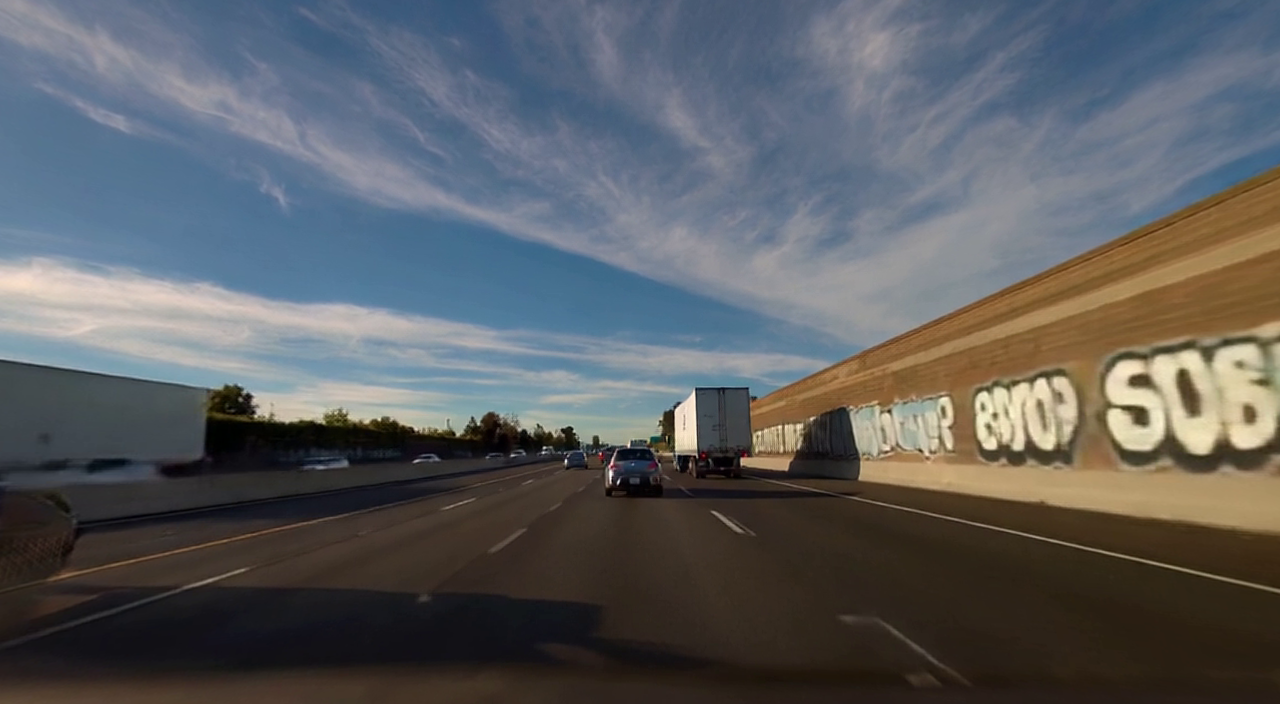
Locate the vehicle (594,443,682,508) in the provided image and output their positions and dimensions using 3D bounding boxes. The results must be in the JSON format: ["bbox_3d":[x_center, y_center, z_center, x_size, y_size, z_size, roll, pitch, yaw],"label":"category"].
[{"bbox_3d":[-0.098,3.154,16.514,2.033,1.468,4.015,0,-9,-1],"label":"vehicle"}]

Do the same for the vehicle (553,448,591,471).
[{"bbox_3d":[-4.560,7.296,42.967,2.067,1.481,4.085,-1,-9,1],"label":"vehicle"}]

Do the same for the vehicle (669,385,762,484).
[{"bbox_3d":[3.453,4.467,33.194,2.902,4.014,14.446,0,-9,-1],"label":"vehicle"}]

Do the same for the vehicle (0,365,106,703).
[{"bbox_3d":[-4.283,0.686,1.434,1.988,1.750,4.711,0,-9,-1],"label":"vehicle"}]
